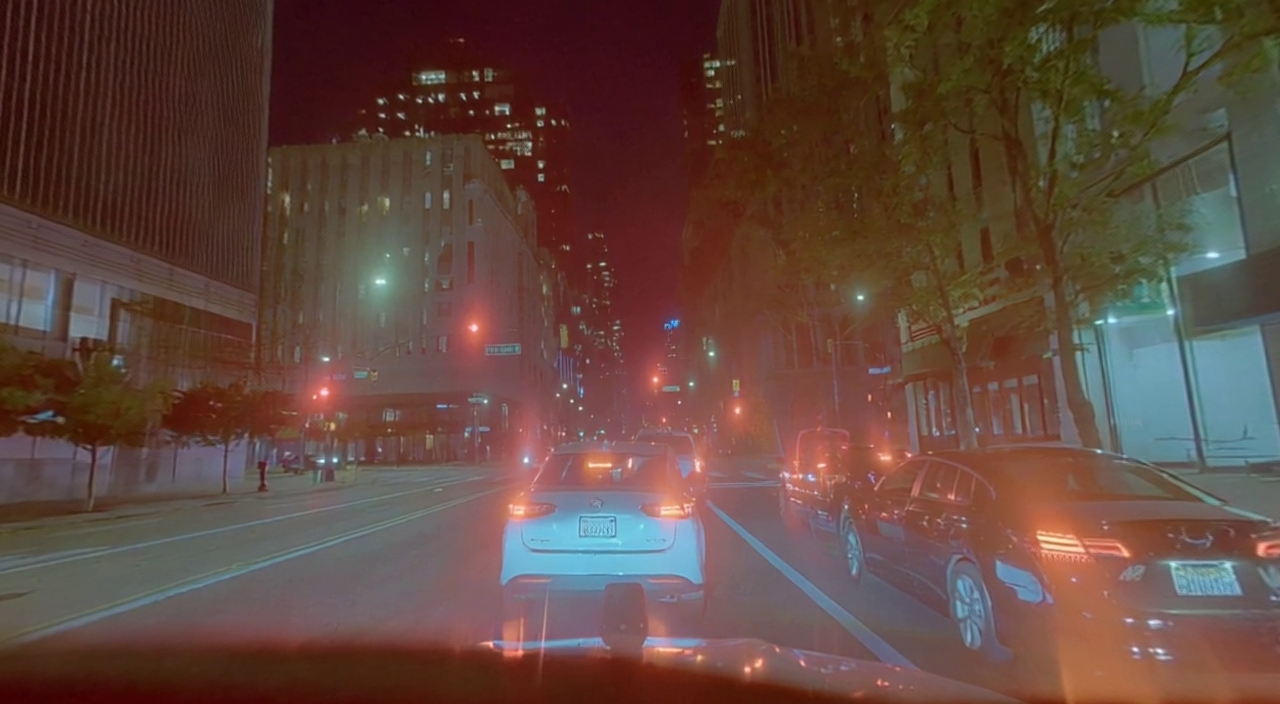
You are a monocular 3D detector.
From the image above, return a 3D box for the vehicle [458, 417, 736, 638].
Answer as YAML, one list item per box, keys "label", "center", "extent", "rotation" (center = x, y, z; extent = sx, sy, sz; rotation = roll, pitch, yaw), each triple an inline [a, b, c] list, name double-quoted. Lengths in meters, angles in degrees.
- label: "vehicle"
  center: [-0.284, 1.469, 6.212]
  extent: [1.888, 1.489, 3.703]
  rotation: [0, -8, 0]

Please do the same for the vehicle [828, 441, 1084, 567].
- label: "vehicle"
  center: [4.534, 2.187, 10.028]
  extent: [1.912, 1.505, 4.618]
  rotation: [-1, -8, 3]

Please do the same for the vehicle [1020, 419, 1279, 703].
- label: "vehicle"
  center: [3.177, 0.818, 1.097]
  extent: [2.006, 1.496, 4.767]
  rotation: [0, -9, -1]
